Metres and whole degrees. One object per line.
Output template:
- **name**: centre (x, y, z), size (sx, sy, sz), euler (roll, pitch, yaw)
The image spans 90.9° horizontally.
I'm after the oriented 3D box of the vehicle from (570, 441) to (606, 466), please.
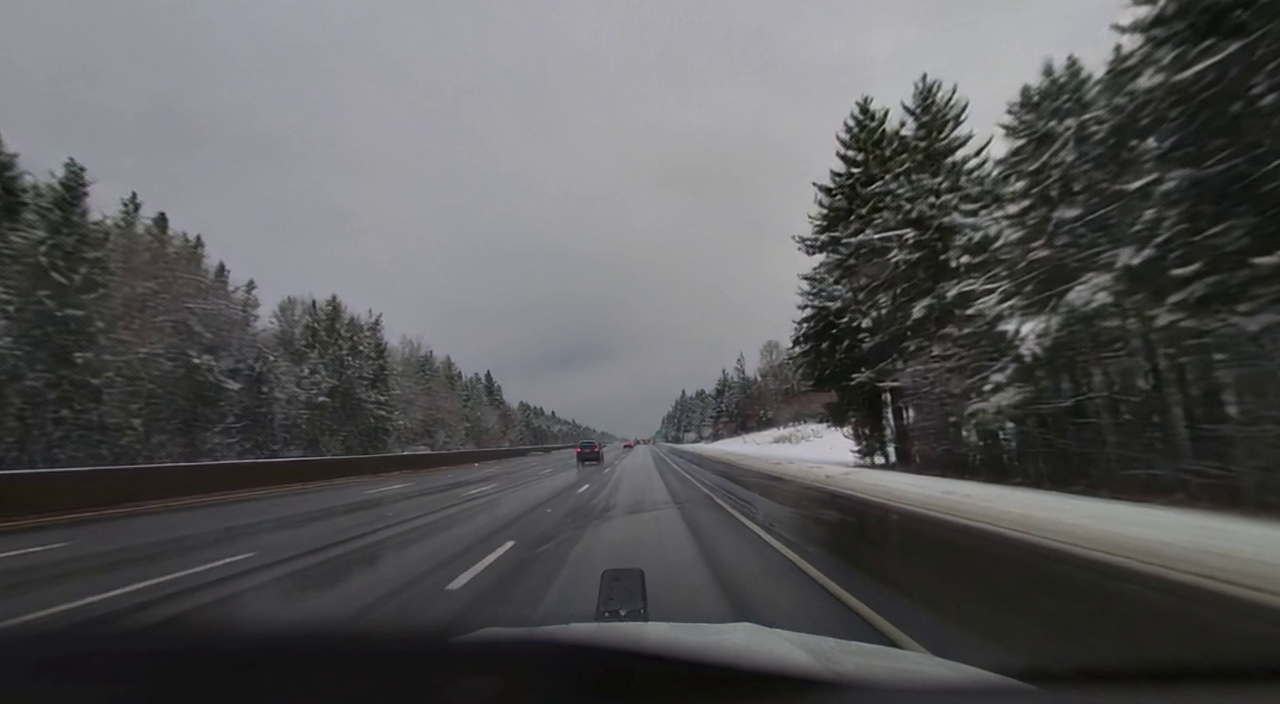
- **vehicle**: centre (-3.467, 6.833, 42.654), size (1.993, 1.589, 3.898), euler (0, -8, 1)
